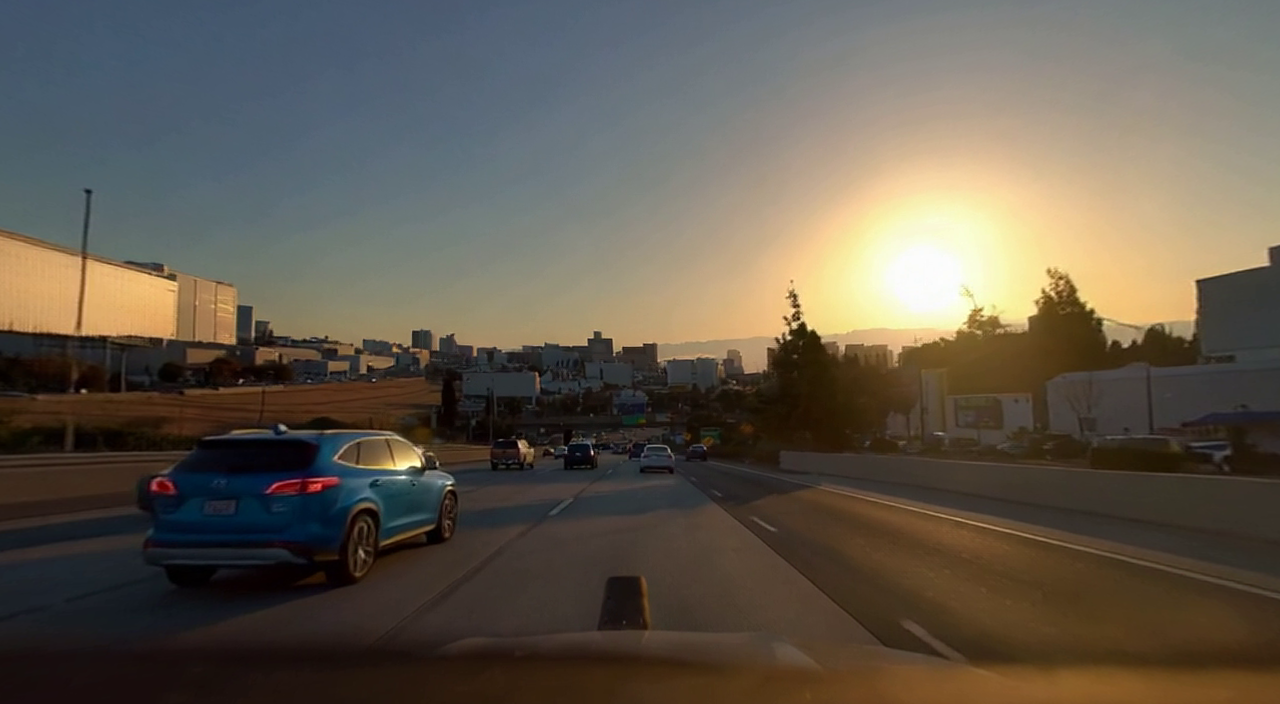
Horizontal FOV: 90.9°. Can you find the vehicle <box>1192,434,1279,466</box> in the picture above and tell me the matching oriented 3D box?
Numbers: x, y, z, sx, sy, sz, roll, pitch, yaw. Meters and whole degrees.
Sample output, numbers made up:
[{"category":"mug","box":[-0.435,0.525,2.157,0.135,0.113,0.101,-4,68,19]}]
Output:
[{"category":"vehicle","box":[30.021,4.824,31.217,1.743,1.467,4.058,0,-8,2]}]

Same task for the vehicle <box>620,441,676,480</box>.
[{"category":"vehicle","box":[0.324,4.382,25.781,2.090,1.474,3.970,0,-8,0]}]

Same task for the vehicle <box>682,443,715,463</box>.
[{"category":"vehicle","box":[4.412,7.668,48.051,1.980,1.492,4.442,0,-8,-1]}]

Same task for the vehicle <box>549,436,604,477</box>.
[{"category":"vehicle","box":[-2.845,4.806,29.234,2.007,1.730,4.412,0,-8,1]}]

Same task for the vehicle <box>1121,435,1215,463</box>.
[{"category":"vehicle","box":[30.104,5.541,36.144,1.749,1.454,4.210,0,-8,0]}]

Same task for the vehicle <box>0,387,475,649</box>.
[{"category":"vehicle","box":[-3.290,1.399,6.388,1.961,1.687,4.453,0,-8,1]}]

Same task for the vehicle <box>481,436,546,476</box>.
[{"category":"vehicle","box":[-6.129,5.097,31.182,2.125,1.804,4.864,0,-8,1]}]

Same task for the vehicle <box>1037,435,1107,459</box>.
[{"category":"vehicle","box":[30.402,6.694,44.540,1.843,1.626,4.378,0,-8,1]}]
